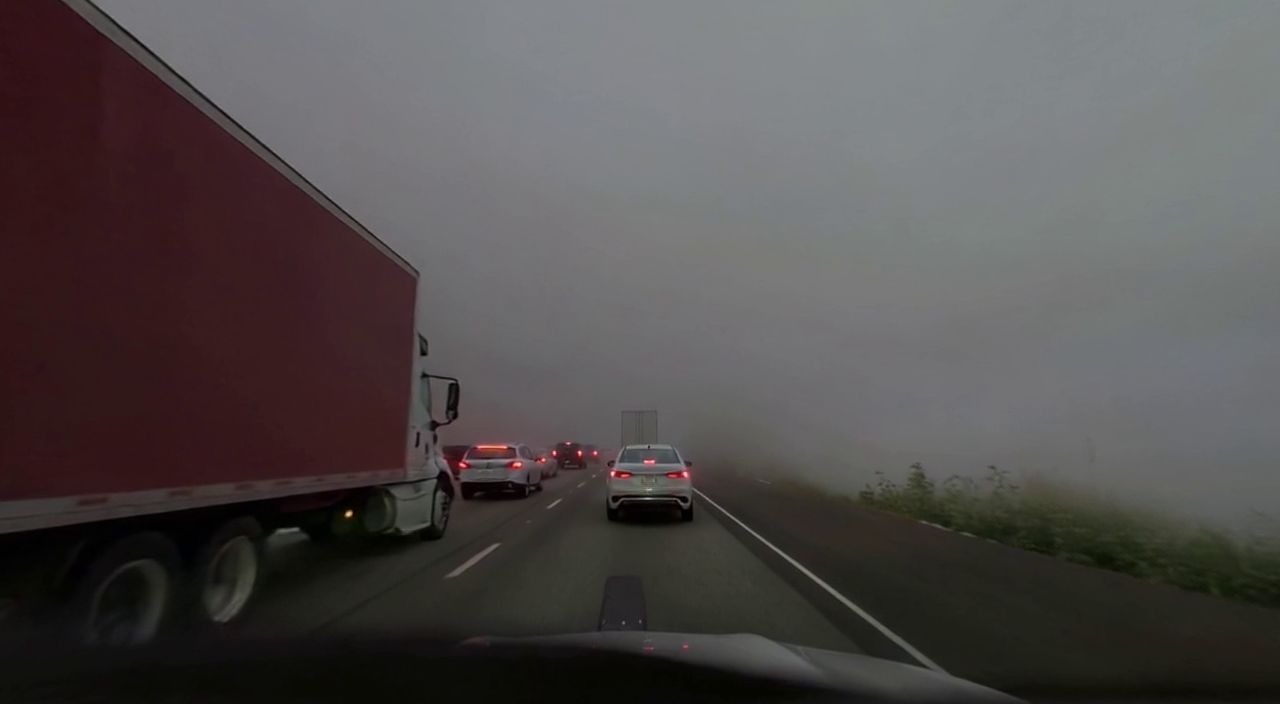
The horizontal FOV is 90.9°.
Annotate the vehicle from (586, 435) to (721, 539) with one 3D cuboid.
[{"bbox_3d":[0.168,2.270,11.082,1.995,1.495,3.380,0,-9,-1],"label":"vehicle"}]

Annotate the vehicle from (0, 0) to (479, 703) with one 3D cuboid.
[{"bbox_3d":[-3.890,0.503,5.473,2.832,3.293,7.782,0,-9,0],"label":"vehicle"}]

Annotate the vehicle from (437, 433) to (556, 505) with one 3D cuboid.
[{"bbox_3d":[-3.644,3.075,16.907,2.165,1.638,4.317,0,-9,0],"label":"vehicle"}]
